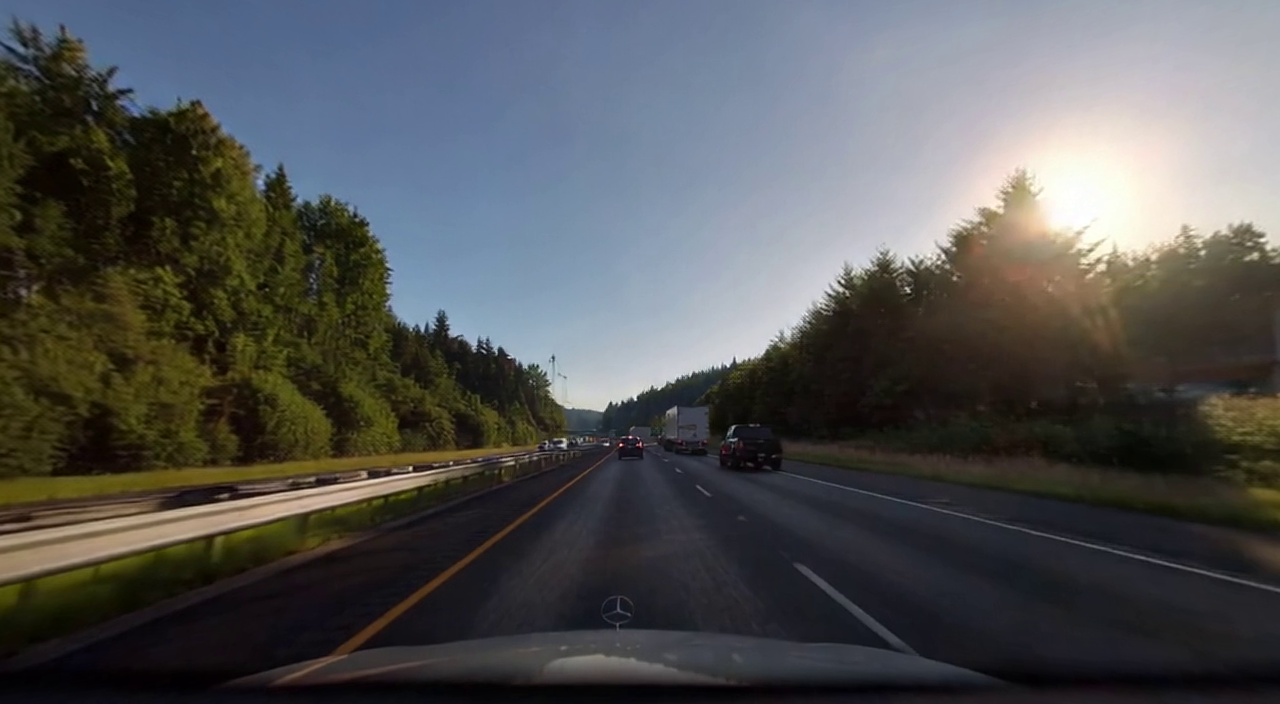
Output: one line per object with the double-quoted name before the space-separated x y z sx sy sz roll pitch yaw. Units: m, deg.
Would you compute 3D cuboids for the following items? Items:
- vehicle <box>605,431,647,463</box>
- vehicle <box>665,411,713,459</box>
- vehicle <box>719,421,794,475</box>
"vehicle" -0.769 5.288 35.339 2.206 1.681 4.111 0 -8 -1
"vehicle" 3.256 5.787 43.871 2.728 3.053 7.708 0 -8 0
"vehicle" 4.458 3.741 24.867 2.073 1.905 4.023 0 -8 -2
